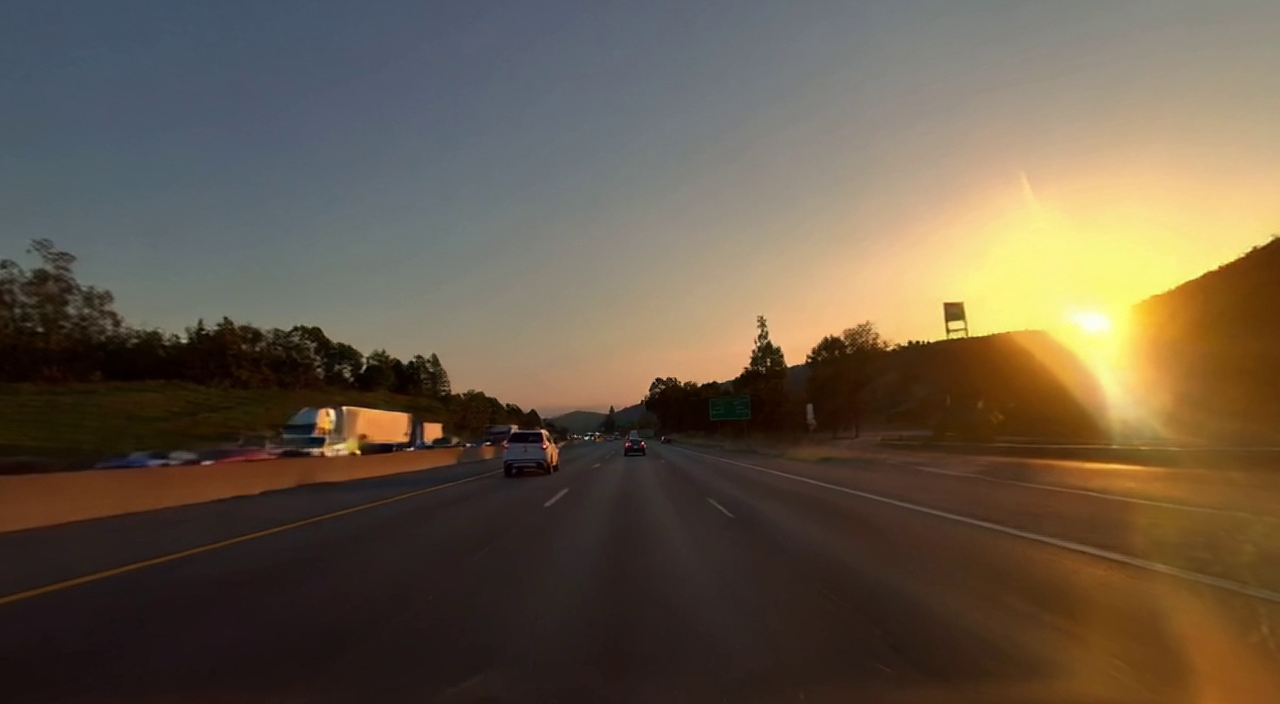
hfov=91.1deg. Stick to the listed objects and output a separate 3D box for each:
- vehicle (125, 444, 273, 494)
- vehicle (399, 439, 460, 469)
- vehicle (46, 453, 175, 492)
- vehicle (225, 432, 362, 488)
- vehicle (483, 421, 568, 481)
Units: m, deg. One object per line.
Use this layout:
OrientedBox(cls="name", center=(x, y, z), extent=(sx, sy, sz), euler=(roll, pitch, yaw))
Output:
OrientedBox(cls="vehicle", center=(-15.613, 4.127, 22.644), extent=(2.020, 1.514, 4.549), euler=(0, -8, 0))
OrientedBox(cls="vehicle", center=(-11.495, 5.575, 34.564), extent=(1.888, 1.538, 4.057), euler=(0, -8, 1))
OrientedBox(cls="vehicle", center=(-23.330, 5.289, 27.939), extent=(1.978, 1.503, 4.234), euler=(-1, -8, 1))
OrientedBox(cls="vehicle", center=(-11.374, 3.554, 21.113), extent=(1.985, 1.646, 4.612), euler=(0, -8, 0))
OrientedBox(cls="vehicle", center=(-3.924, 3.478, 22.453), extent=(2.115, 1.887, 4.721), euler=(0, -8, 0))
